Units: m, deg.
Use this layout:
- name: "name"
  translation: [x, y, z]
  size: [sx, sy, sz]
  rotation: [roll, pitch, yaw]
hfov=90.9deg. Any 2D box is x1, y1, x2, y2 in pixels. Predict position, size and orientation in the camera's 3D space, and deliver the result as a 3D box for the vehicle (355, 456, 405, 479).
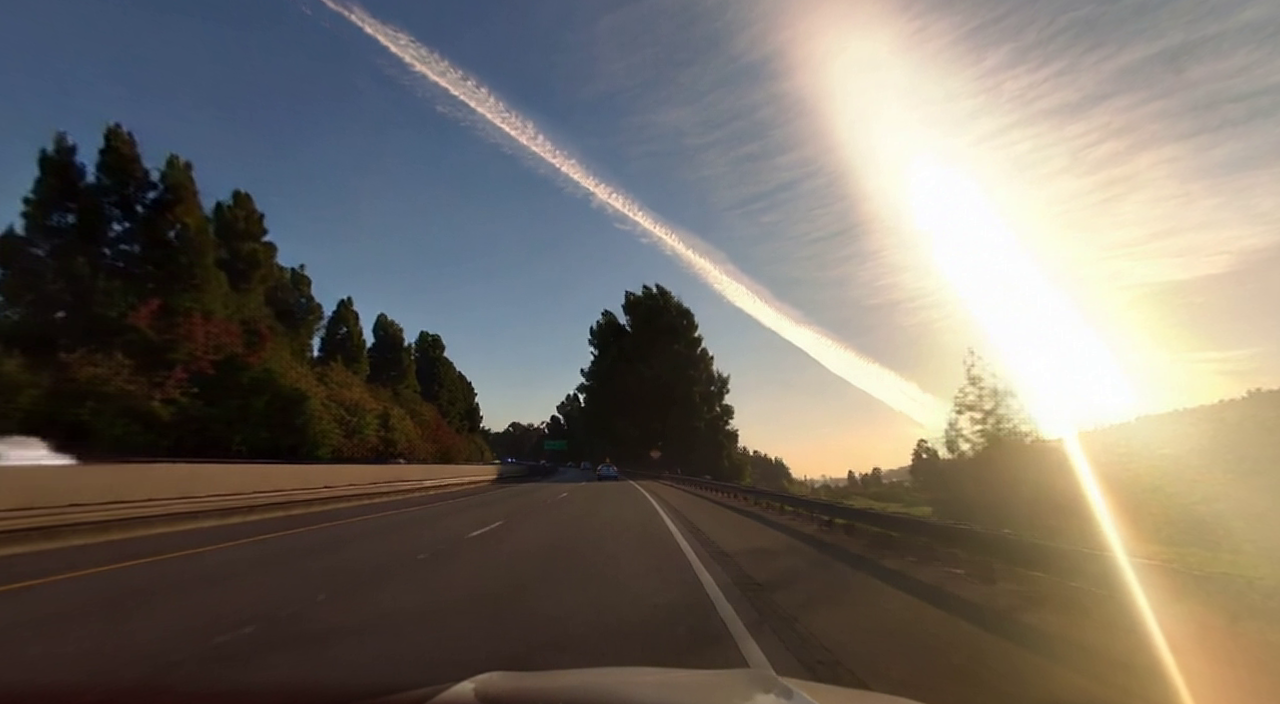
- name: "vehicle"
  translation: [-18.984, 8.477, 46.232]
  size: [1.874, 1.601, 4.334]
  rotation: [1, -11, -1]
